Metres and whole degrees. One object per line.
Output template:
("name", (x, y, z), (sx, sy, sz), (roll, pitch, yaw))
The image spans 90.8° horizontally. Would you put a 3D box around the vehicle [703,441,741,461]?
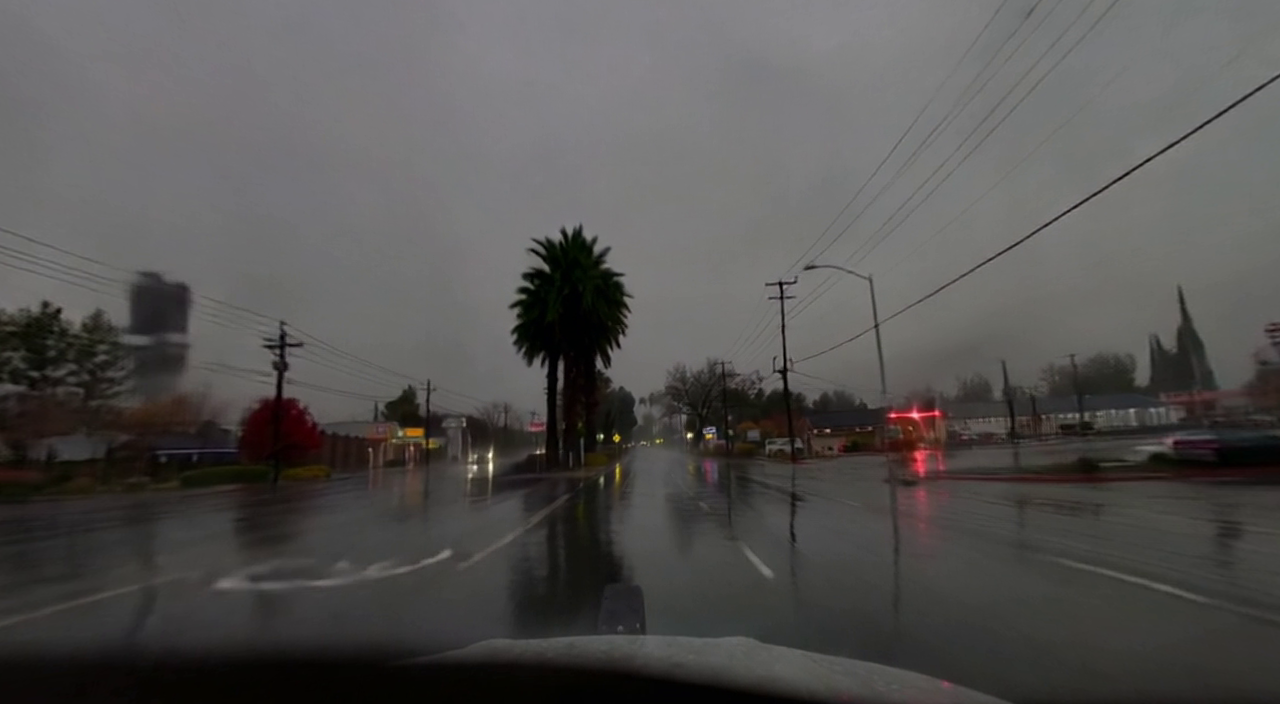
("vehicle", (6.407, 7.825, 49.943), (2.261, 1.479, 4.403), (0, -9, -2))
